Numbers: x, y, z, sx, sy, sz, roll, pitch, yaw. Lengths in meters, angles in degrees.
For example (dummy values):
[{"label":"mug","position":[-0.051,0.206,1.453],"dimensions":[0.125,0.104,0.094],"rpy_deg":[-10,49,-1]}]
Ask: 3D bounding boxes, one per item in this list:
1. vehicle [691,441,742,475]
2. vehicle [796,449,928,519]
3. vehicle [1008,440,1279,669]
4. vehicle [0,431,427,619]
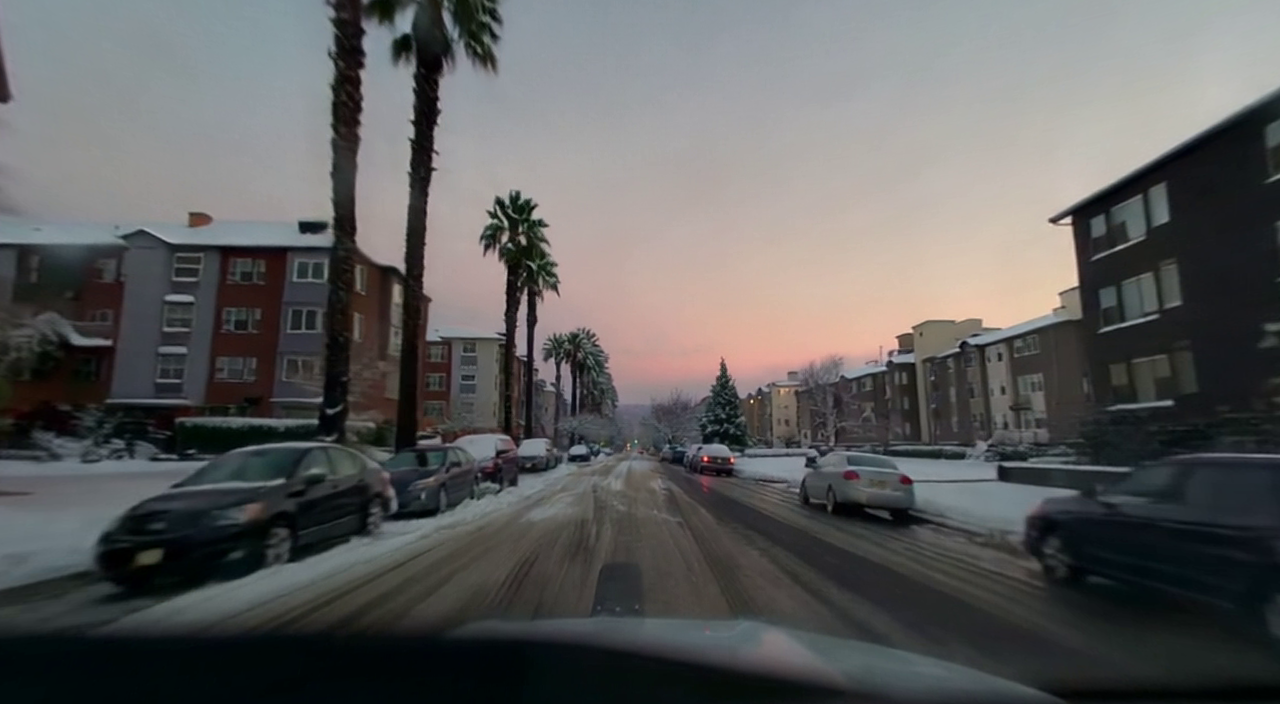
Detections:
[{"label":"vehicle","position":[4.285,6.022,36.076],"dimensions":[1.969,1.782,4.677],"rpy_deg":[1,-8,-4]},{"label":"vehicle","position":[5.268,3.139,15.537],"dimensions":[1.812,1.461,3.575],"rpy_deg":[0,-8,-2]},{"label":"vehicle","position":[5.472,1.524,5.216],"dimensions":[2.121,1.568,4.473],"rpy_deg":[0,-8,-1]},{"label":"vehicle","position":[-4.486,1.817,7.737],"dimensions":[2.066,1.506,4.719],"rpy_deg":[1,-9,0]}]
